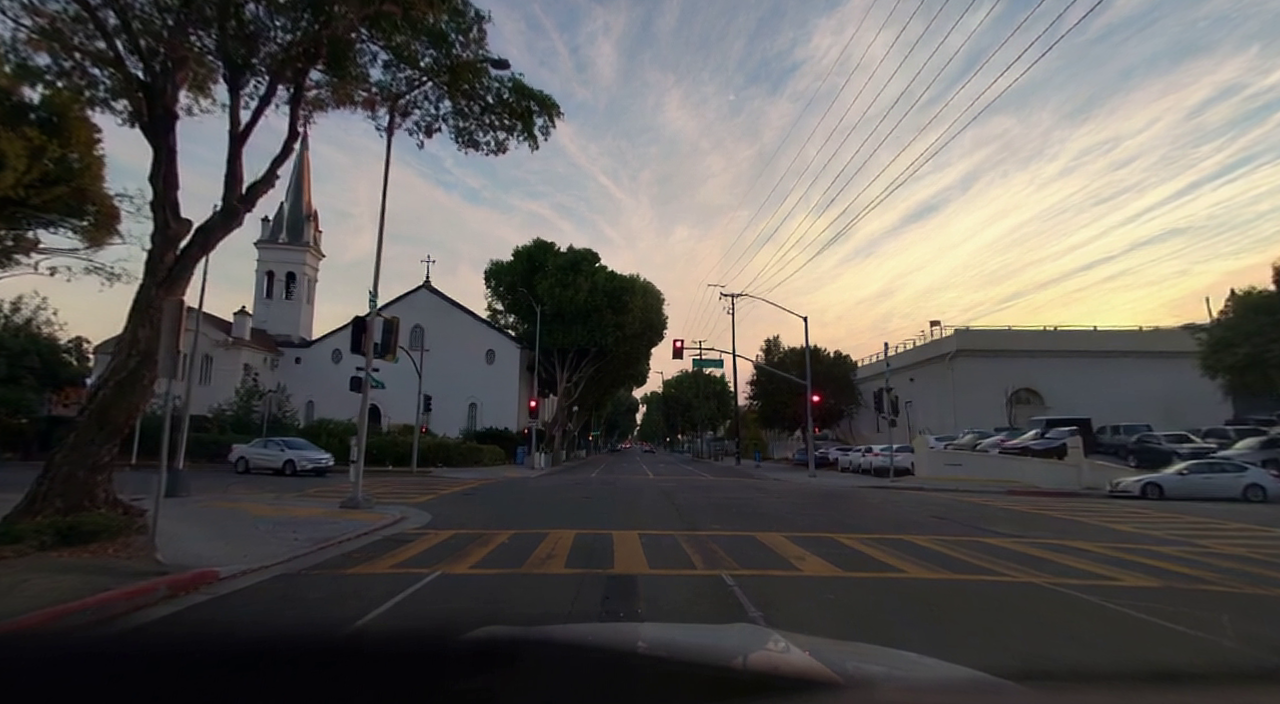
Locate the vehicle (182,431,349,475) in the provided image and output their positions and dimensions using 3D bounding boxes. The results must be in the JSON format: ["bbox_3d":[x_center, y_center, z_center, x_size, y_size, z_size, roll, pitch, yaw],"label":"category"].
[{"bbox_3d":[-13.274,3.605,22.597,4.718,1.497,2.032,0,-9,3],"label":"vehicle"}]
